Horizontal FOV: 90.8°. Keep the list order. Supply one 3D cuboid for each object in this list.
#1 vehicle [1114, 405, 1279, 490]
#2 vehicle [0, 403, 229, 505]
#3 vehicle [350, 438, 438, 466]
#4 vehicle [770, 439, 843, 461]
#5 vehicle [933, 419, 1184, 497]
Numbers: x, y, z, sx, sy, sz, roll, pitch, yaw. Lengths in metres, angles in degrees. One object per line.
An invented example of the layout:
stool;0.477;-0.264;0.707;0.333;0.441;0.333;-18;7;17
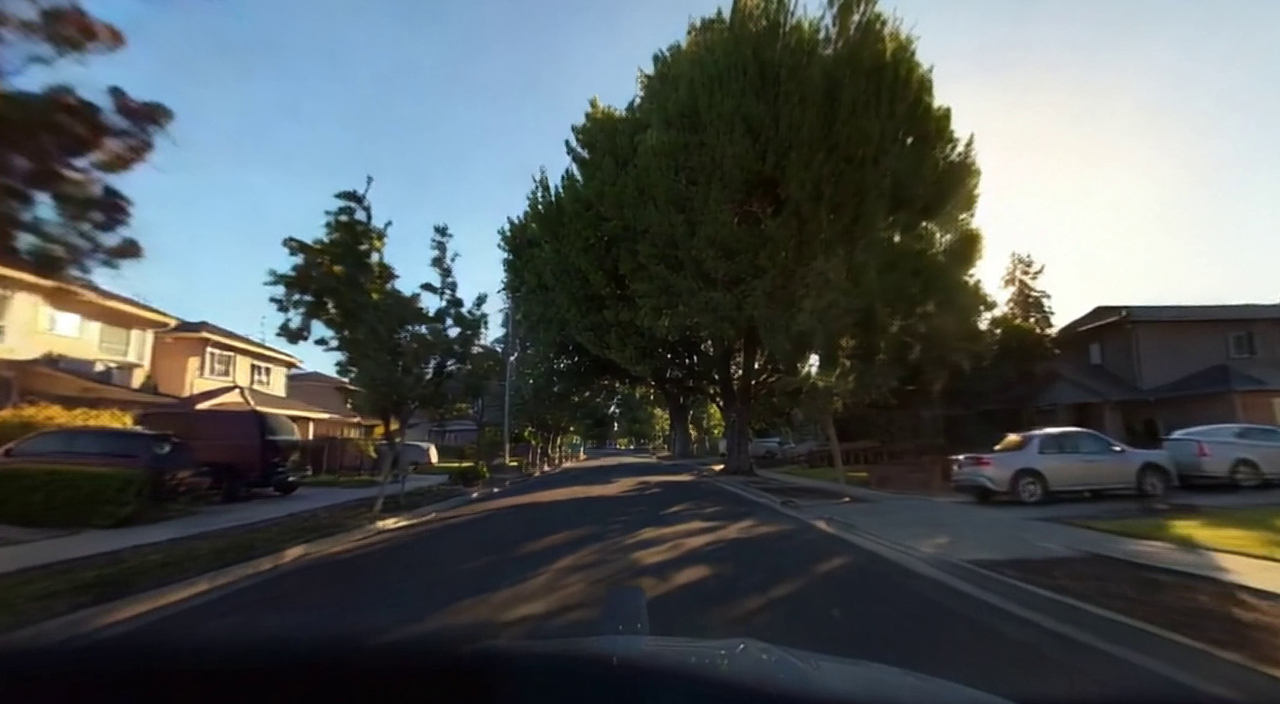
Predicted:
vehicle;15.294;2.384;15.615;5.395;1.917;2.153;1;-9;-1
vehicle;-12.448;2.169;13.558;5.618;1.997;2.201;0;-8;-1
vehicle;-13.768;5.623;35.546;4.190;1.529;1.880;0;-8;-4
vehicle;11.917;7.032;45.366;4.686;1.466;1.869;0;-8;-1
vehicle;9.814;2.507;15.142;4.582;1.719;1.947;0;-8;0
